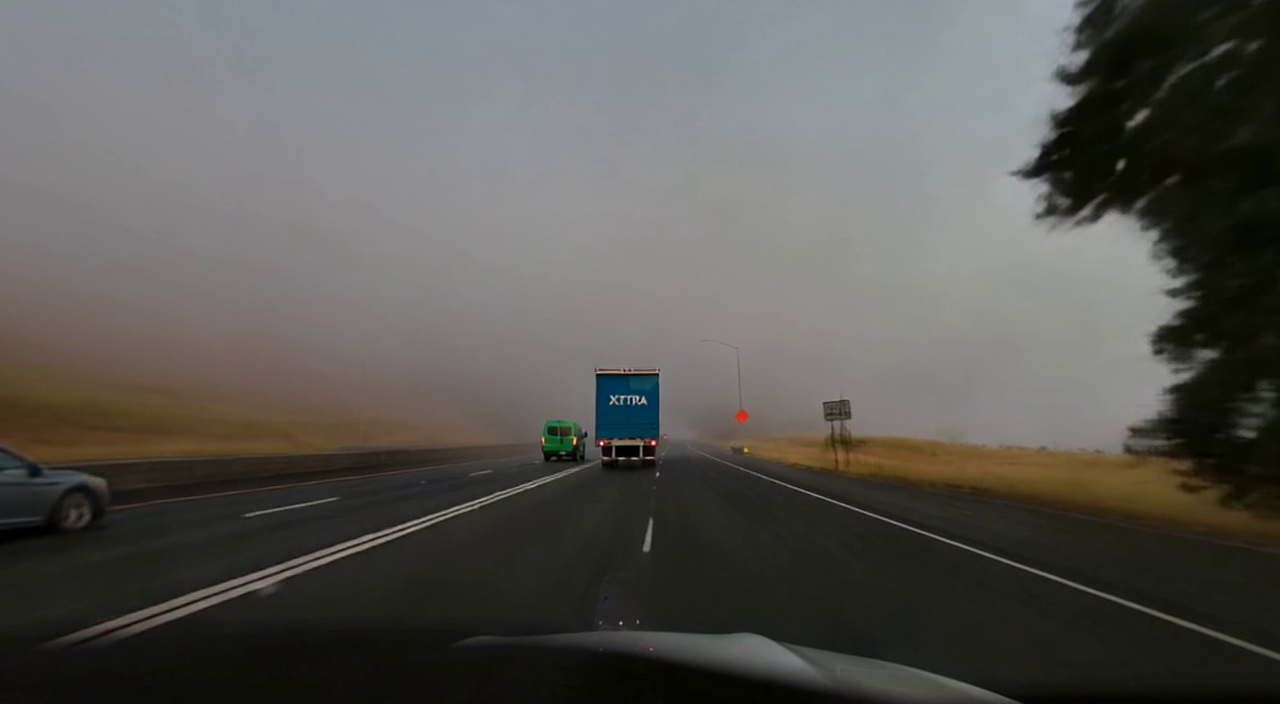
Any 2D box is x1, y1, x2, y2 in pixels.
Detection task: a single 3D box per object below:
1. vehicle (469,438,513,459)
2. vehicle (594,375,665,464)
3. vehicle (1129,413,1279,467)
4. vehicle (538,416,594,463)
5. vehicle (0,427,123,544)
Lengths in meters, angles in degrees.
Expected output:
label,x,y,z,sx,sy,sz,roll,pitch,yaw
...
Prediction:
label,x,y,z,sx,sy,sz,roll,pitch,yaw
vehicle,-10.825,7.065,46.115,1.901,1.487,4.622,0,-9,2
vehicle,-0.297,3.863,33.197,3.183,4.011,9.617,0,-10,2
vehicle,41.570,6.169,44.293,11.230,3.611,2.963,-1,-8,4
vehicle,-4.435,5.421,38.782,2.469,2.615,5.874,0,-9,3
vehicle,-9.303,1.657,7.709,1.915,1.506,4.594,0,-9,2
